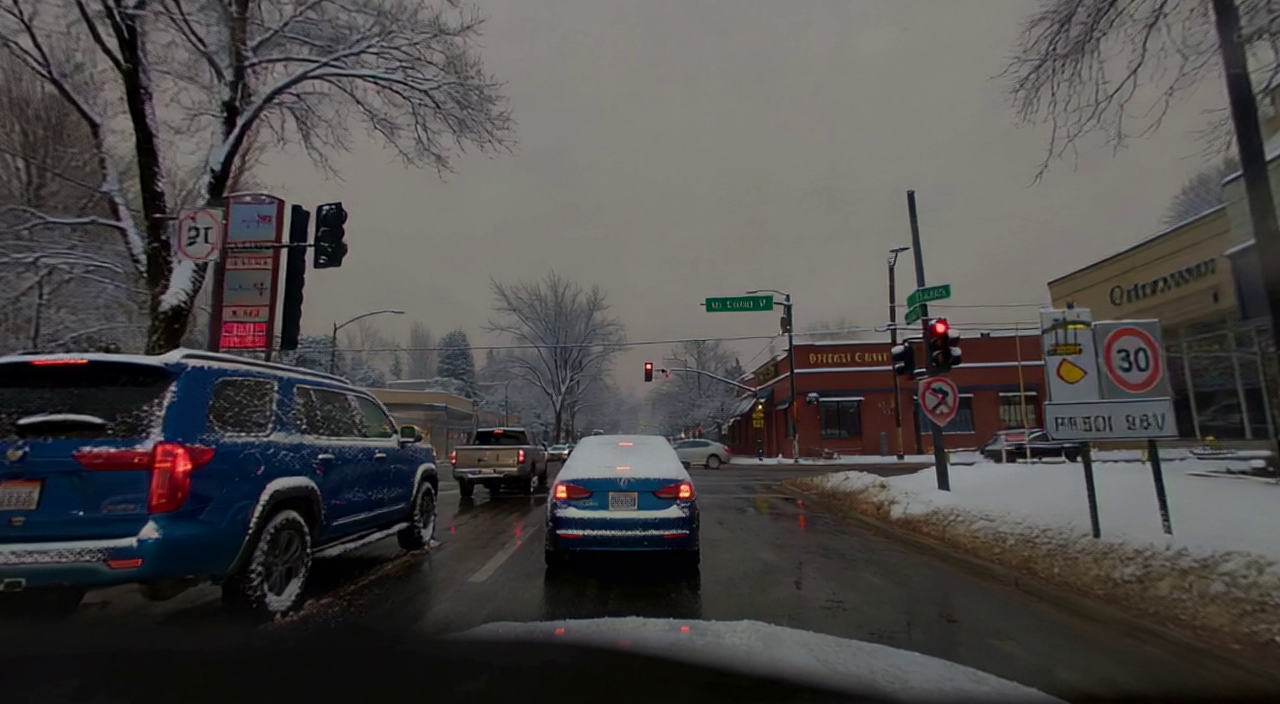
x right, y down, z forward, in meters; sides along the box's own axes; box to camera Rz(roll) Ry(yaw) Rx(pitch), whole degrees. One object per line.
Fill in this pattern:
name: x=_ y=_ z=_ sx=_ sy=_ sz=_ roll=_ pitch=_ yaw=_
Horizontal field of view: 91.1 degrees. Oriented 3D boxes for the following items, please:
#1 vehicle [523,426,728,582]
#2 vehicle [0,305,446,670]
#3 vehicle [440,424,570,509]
vehicle: x=-0.169 y=1.778 z=8.182 sx=1.966 sy=1.481 sz=4.146 roll=0 pitch=-8 yaw=-1
vehicle: x=-3.815 y=1.131 z=6.221 sx=2.152 sy=2.118 sz=5.066 roll=0 pitch=-8 yaw=0
vehicle: x=-2.928 y=2.591 z=14.606 sx=2.047 sy=1.664 sz=4.148 roll=0 pitch=-8 yaw=1
